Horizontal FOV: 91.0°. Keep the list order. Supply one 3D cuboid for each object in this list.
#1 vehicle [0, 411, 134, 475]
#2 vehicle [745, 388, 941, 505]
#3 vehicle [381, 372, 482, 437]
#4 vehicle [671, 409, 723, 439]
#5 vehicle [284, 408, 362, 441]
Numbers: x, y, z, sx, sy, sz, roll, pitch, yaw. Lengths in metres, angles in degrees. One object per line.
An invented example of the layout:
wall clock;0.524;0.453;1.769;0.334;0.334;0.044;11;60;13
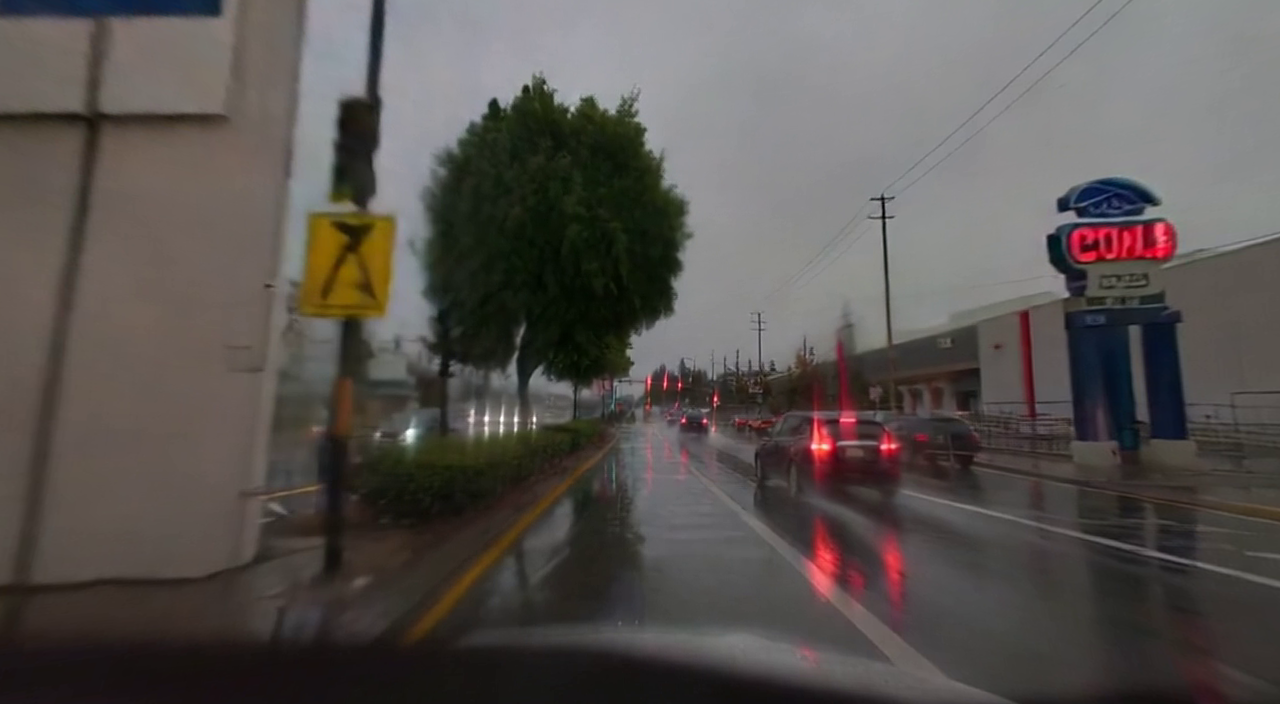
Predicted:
vehicle;-17.820;2.702;18.551;2.079;1.672;4.333;0;-9;2
vehicle;3.273;1.669;11.211;1.999;1.679;4.217;0;-8;-1
vehicle;-13.741;3.828;42.769;3.043;3.645;10.929;0;-9;0
vehicle;2.923;3.871;33.497;2.282;1.458;4.362;0;-9;-1
vehicle;-17.890;4.188;35.756;2.082;1.703;4.402;0;-8;0
